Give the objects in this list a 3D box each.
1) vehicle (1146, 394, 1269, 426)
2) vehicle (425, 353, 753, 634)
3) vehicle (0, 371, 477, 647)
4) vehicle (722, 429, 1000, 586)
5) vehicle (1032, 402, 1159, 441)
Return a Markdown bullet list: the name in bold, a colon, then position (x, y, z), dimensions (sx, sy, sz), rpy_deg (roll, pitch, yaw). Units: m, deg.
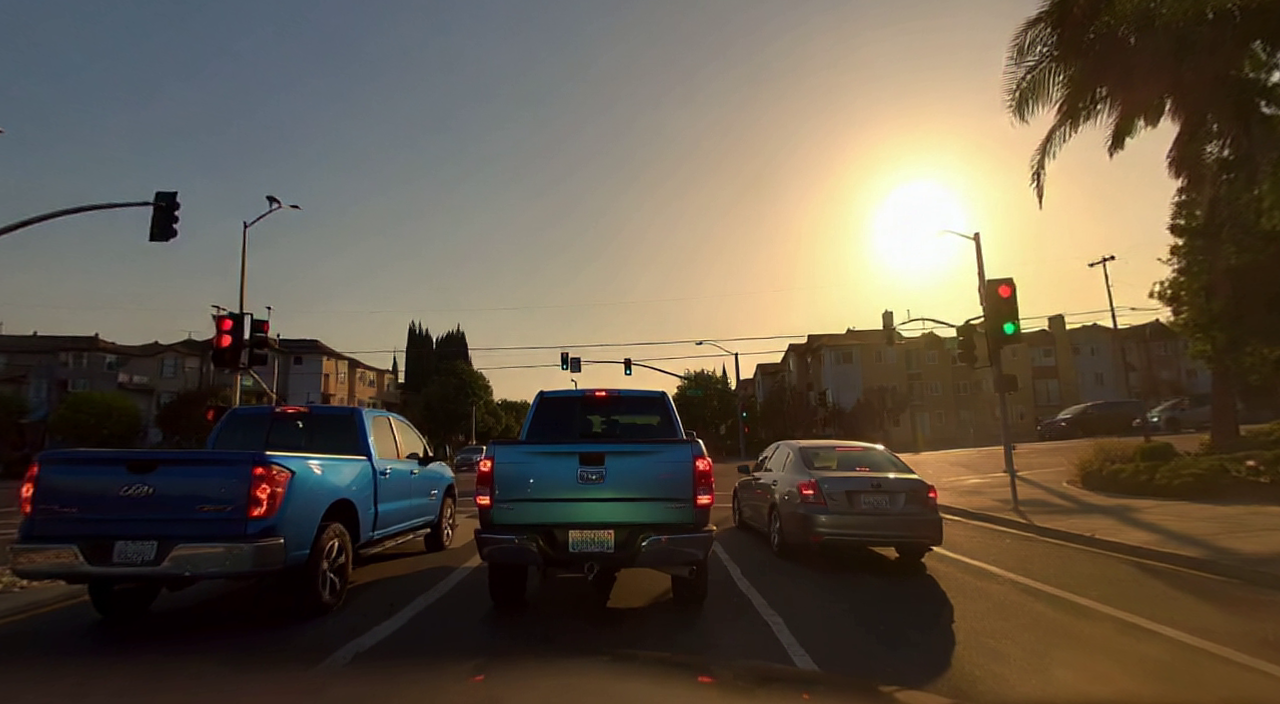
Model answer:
- **vehicle**: position (29.277, 3.041, 32.679), dimensions (4.540, 1.543, 1.803), rpy_deg (0, -9, 1)
- **vehicle**: position (-0.390, 1.312, 6.730), dimensions (2.282, 1.964, 4.421), rpy_deg (0, -9, -1)
- **vehicle**: position (-3.459, 1.422, 6.860), dimensions (2.146, 1.828, 5.148), rpy_deg (0, -9, -2)
- **vehicle**: position (2.413, 1.819, 8.291), dimensions (2.016, 1.481, 4.336), rpy_deg (0, -9, -1)
- **vehicle**: position (23.298, 3.605, 32.467), dimensions (4.721, 1.866, 2.188), rpy_deg (0, -9, 2)
